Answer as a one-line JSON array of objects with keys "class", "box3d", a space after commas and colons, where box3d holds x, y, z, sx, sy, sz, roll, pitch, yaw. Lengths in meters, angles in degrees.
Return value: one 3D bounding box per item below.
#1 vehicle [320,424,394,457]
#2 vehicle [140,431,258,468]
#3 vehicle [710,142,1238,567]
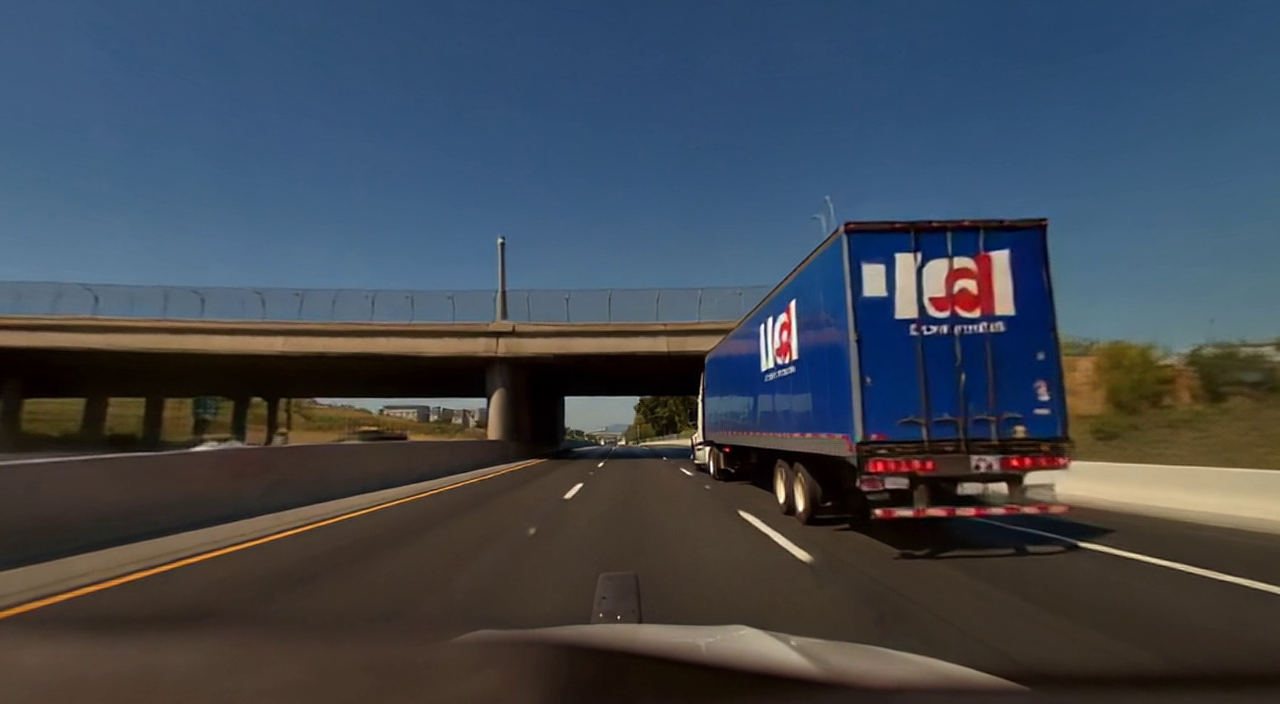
[{"class": "vehicle", "box3d": [-15.457, 4.863, 34.597, 1.915, 1.657, 4.532, 0, -8, 1]}, {"class": "vehicle", "box3d": [-19.254, 4.259, 27.746, 1.891, 1.495, 4.650, 0, -8, -1]}, {"class": "vehicle", "box3d": [3.987, 0.912, 13.457, 3.034, 4.194, 14.704, 0, -8, -1]}]
